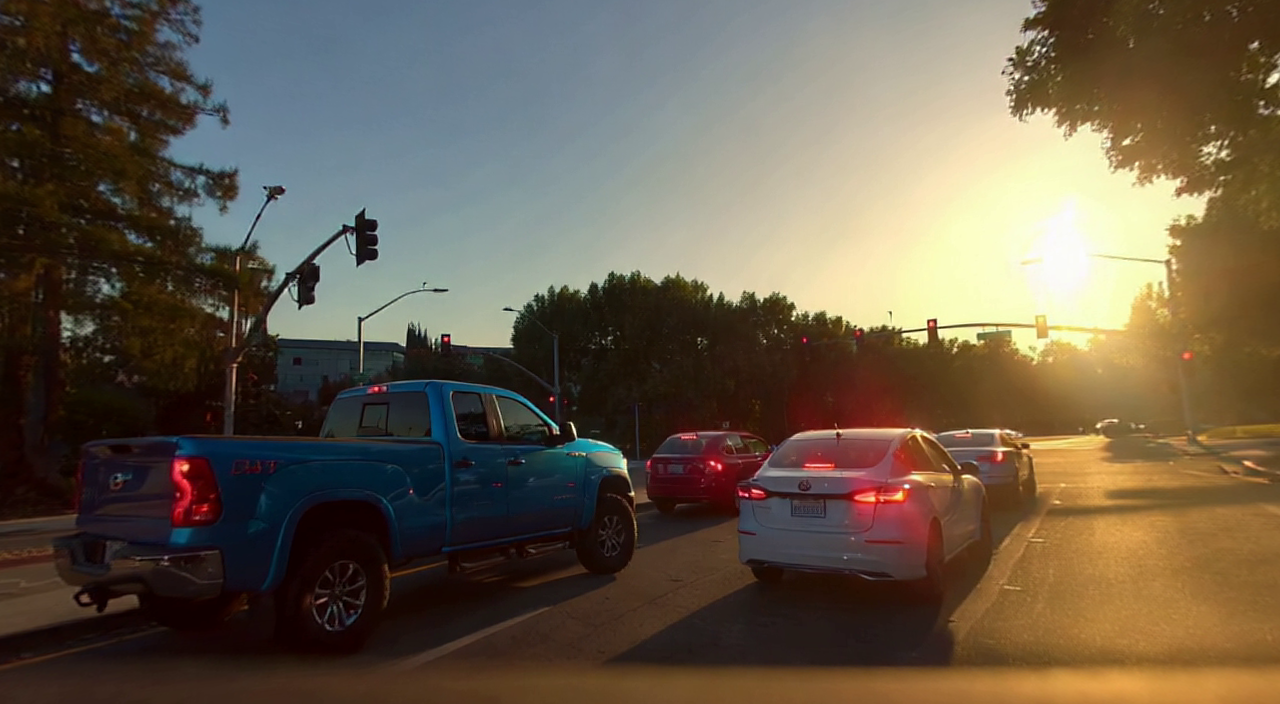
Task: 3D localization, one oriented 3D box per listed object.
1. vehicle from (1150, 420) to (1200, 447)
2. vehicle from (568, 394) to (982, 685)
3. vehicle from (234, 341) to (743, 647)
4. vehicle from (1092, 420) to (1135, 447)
[{"bbox_3d":[35.713,5.488,42.225,2.183,1.714,4.491,-6,-11,37],"label":"vehicle"},{"bbox_3d":[1.702,1.378,5.985,2.027,1.549,4.801,-6,-10,35],"label":"vehicle"},{"bbox_3d":[-0.885,1.399,7.464,2.272,2.016,6.146,-4,-9,27],"label":"vehicle"},{"bbox_3d":[32.743,5.680,43.751,2.160,1.790,4.303,-6,-10,35],"label":"vehicle"}]
